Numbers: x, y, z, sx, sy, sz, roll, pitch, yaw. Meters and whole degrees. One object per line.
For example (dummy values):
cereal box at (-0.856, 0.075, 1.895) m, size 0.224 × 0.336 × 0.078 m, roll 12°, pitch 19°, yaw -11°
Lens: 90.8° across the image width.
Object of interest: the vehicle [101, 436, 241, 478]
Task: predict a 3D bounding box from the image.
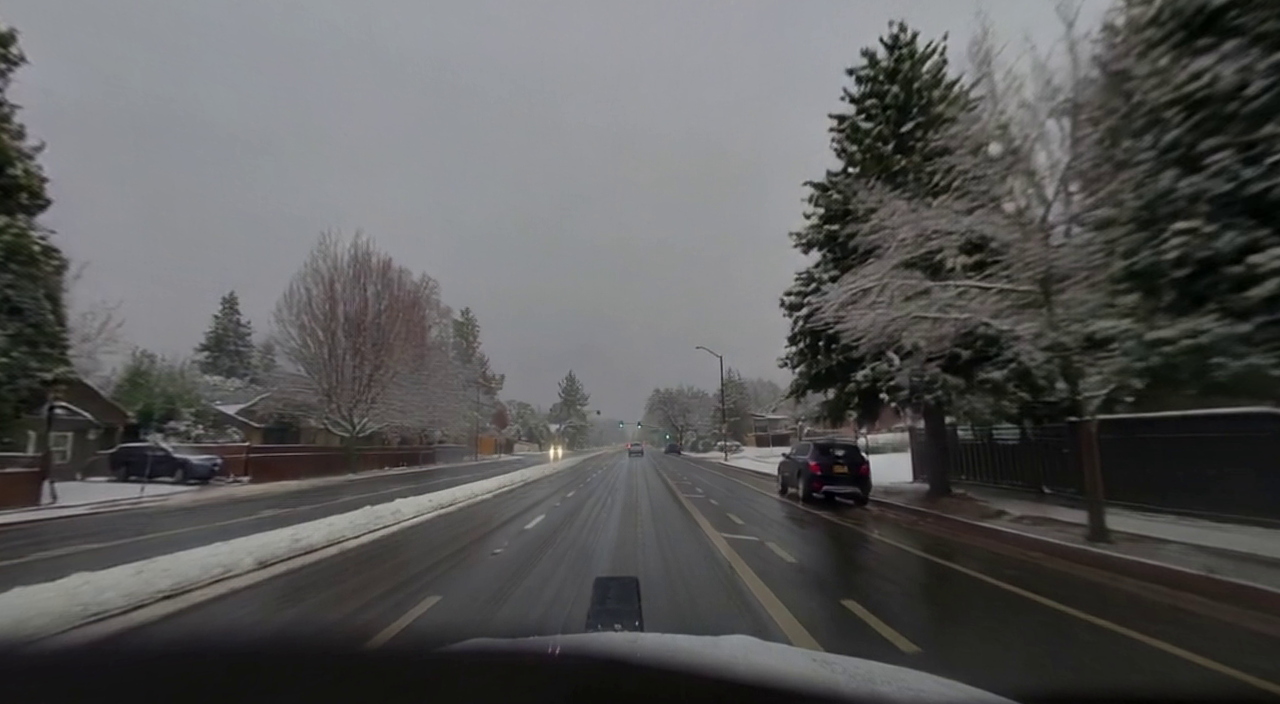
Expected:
vehicle at (-21.243, 4.766, 28.787) m, size 4.666 × 1.677 × 1.978 m, roll 3°, pitch -9°, yaw -2°

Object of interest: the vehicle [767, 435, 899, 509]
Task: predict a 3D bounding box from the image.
vehicle at (4.837, 3.058, 16.650) m, size 1.967 × 1.631 × 4.692 m, roll 0°, pitch -8°, yaw 0°
